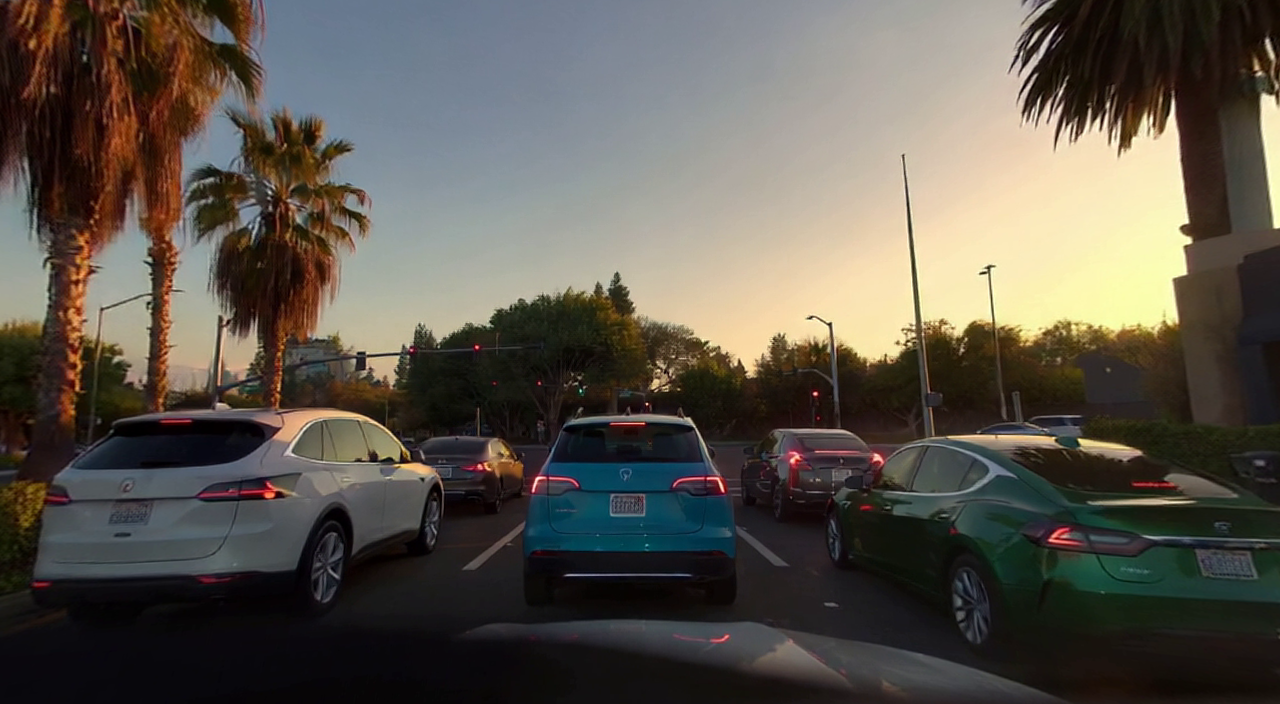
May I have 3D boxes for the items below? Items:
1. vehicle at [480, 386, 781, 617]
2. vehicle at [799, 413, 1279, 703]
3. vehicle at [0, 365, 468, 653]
[{"bbox_3d":[-0.134,1.458,7.062,2.280,1.747,4.361,0,-8,-2],"label":"vehicle"},{"bbox_3d":[2.968,1.376,5.265,2.017,1.491,4.611,0,-8,-1],"label":"vehicle"},{"bbox_3d":[-3.347,1.277,6.126,2.014,1.755,4.360,0,-8,1],"label":"vehicle"}]
